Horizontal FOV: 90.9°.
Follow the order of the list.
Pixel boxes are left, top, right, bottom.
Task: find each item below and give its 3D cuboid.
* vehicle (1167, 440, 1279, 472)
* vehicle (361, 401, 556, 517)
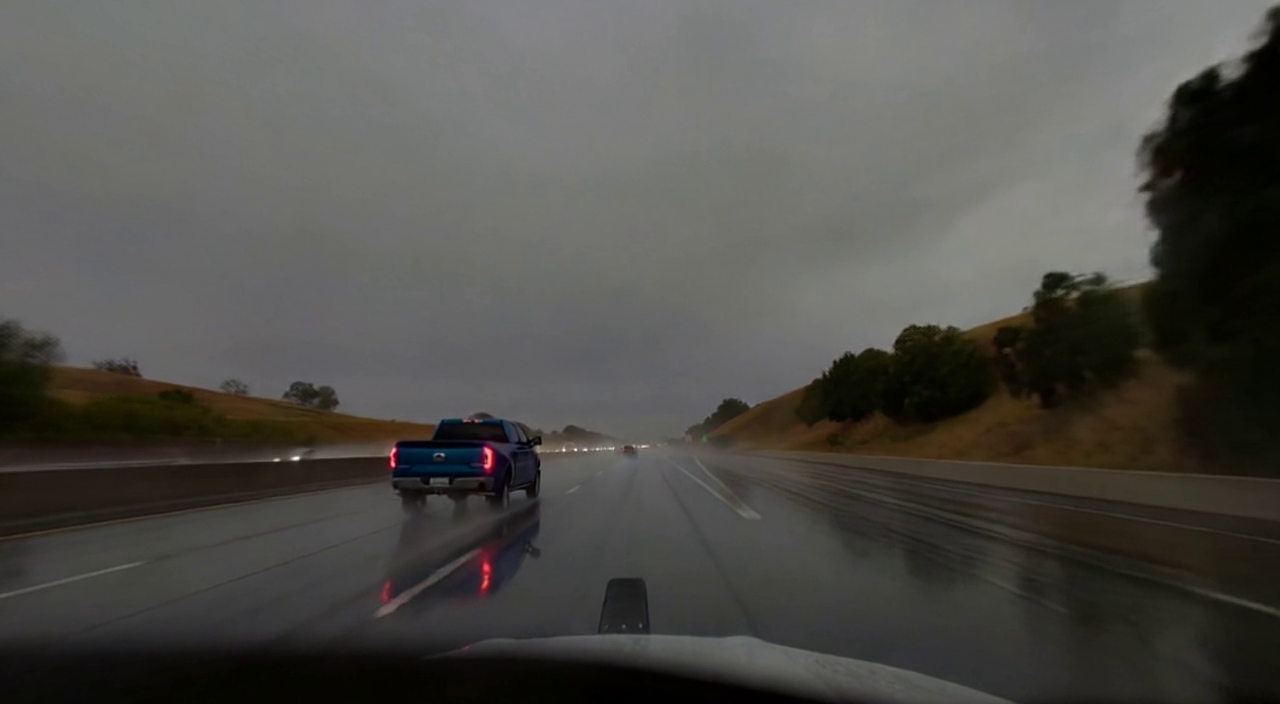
[{"bbox_3d":[45.095,7.996,48.765,3.014,2.325,6.479,0,-9,0],"label":"vehicle"},{"bbox_3d":[-3.686,2.372,14.478,2.601,2.084,6.068,0,-8,0],"label":"vehicle"}]
